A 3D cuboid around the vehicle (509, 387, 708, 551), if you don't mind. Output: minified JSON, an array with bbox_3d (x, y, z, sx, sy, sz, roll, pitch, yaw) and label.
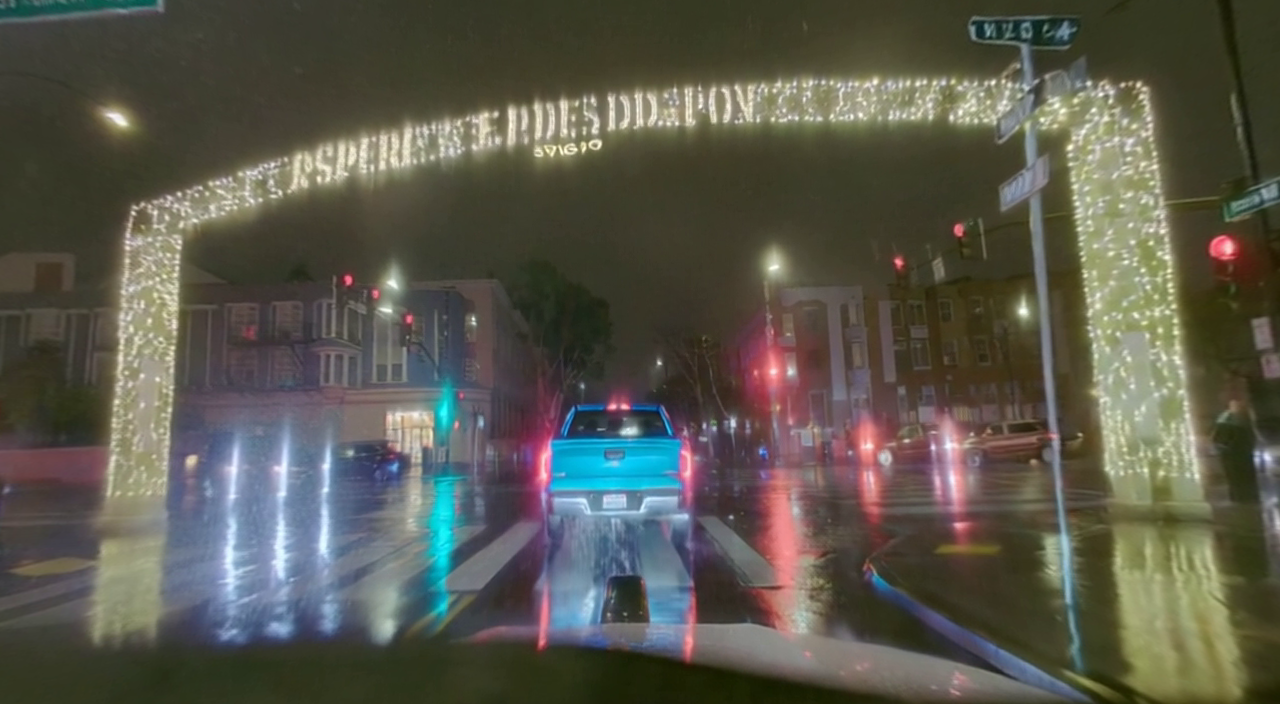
[{"bbox_3d":[-0.562,1.865,10.711,2.477,2.020,5.534,0,-8,-4],"label":"vehicle"}]

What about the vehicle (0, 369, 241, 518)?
[{"bbox_3d":[-21.825,3.121,21.667,13.729,4.662,3.300,0,-8,0],"label":"vehicle"}]

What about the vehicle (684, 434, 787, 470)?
[{"bbox_3d":[4.308,4.616,29.102,4.515,1.583,1.920,-1,-8,3],"label":"vehicle"}]

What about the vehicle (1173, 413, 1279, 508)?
[{"bbox_3d":[13.057,1.938,11.735,4.082,1.613,2.211,-3,-12,0],"label":"vehicle"}]

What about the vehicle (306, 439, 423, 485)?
[{"bbox_3d":[-13.289,5.307,30.617,4.799,1.909,2.011,-3,-7,2],"label":"vehicle"}]

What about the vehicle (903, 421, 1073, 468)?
[{"bbox_3d":[11.637,3.128,21.303,4.600,1.506,1.878,0,-8,-1],"label":"vehicle"}]

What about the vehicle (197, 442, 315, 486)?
[{"bbox_3d":[-18.601,5.430,30.710,4.398,2.057,1.959,0,-8,-2],"label":"vehicle"}]
